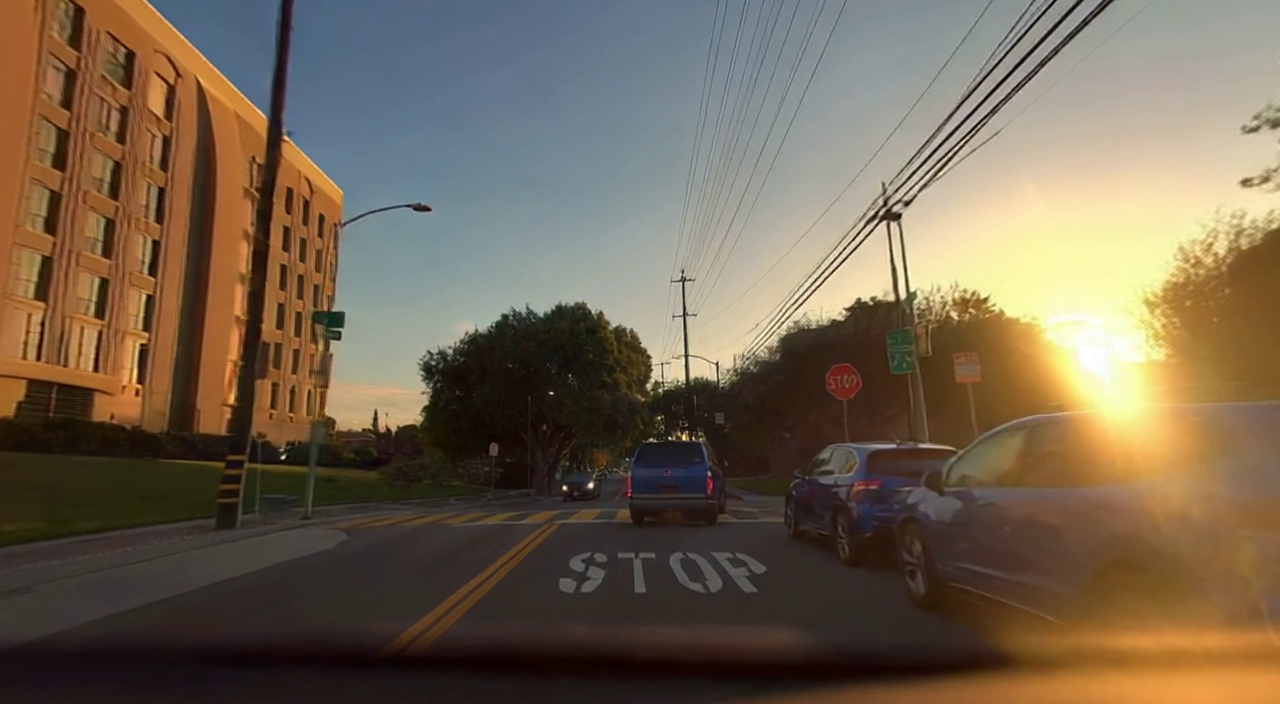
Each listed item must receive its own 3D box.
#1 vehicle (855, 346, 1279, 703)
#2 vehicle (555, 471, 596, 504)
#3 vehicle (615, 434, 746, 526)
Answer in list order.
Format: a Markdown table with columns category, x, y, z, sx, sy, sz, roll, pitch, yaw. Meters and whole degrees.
| category | x | y | z | sx | sy | sz | roll | pitch | yaw |
| --- | --- | --- | --- | --- | --- | --- | --- | --- | --- |
| vehicle | 3.267 | 1.117 | 4.085 | 2.039 | 1.731 | 4.428 | 0 | -8 | -2 |
| vehicle | -3.575 | 7.573 | 35.605 | 1.911 | 1.563 | 4.057 | 0 | -8 | 0 |
| vehicle | 1.178 | 2.909 | 15.108 | 2.214 | 1.789 | 4.872 | -2 | -9 | 14 |
